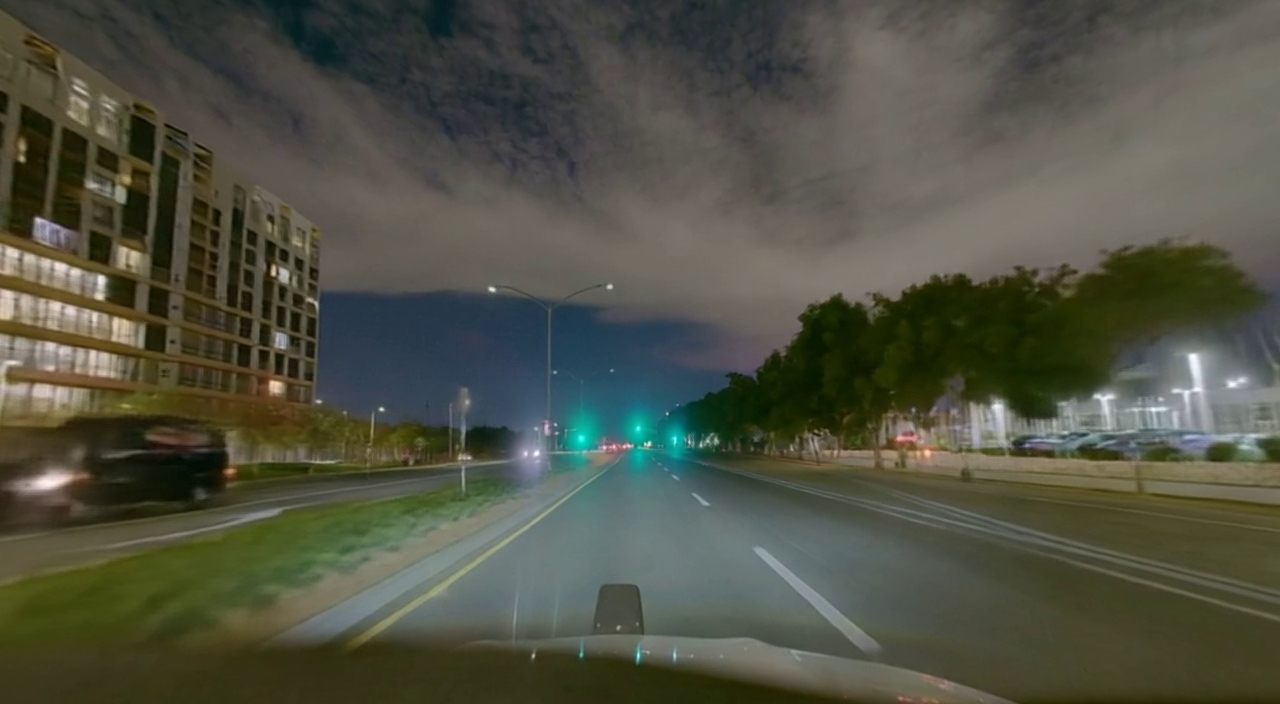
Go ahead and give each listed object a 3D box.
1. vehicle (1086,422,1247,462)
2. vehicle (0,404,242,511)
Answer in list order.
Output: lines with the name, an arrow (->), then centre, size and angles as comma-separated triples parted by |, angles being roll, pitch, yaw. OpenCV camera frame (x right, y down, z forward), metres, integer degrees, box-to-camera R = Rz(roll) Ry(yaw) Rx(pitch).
vehicle -> 21.987, 3.806, 26.589 | 4.739, 1.569, 2.097 | -1, -9, 4
vehicle -> -15.845, 3.230, 19.724 | 2.725, 2.768, 6.120 | -1, -9, 0
